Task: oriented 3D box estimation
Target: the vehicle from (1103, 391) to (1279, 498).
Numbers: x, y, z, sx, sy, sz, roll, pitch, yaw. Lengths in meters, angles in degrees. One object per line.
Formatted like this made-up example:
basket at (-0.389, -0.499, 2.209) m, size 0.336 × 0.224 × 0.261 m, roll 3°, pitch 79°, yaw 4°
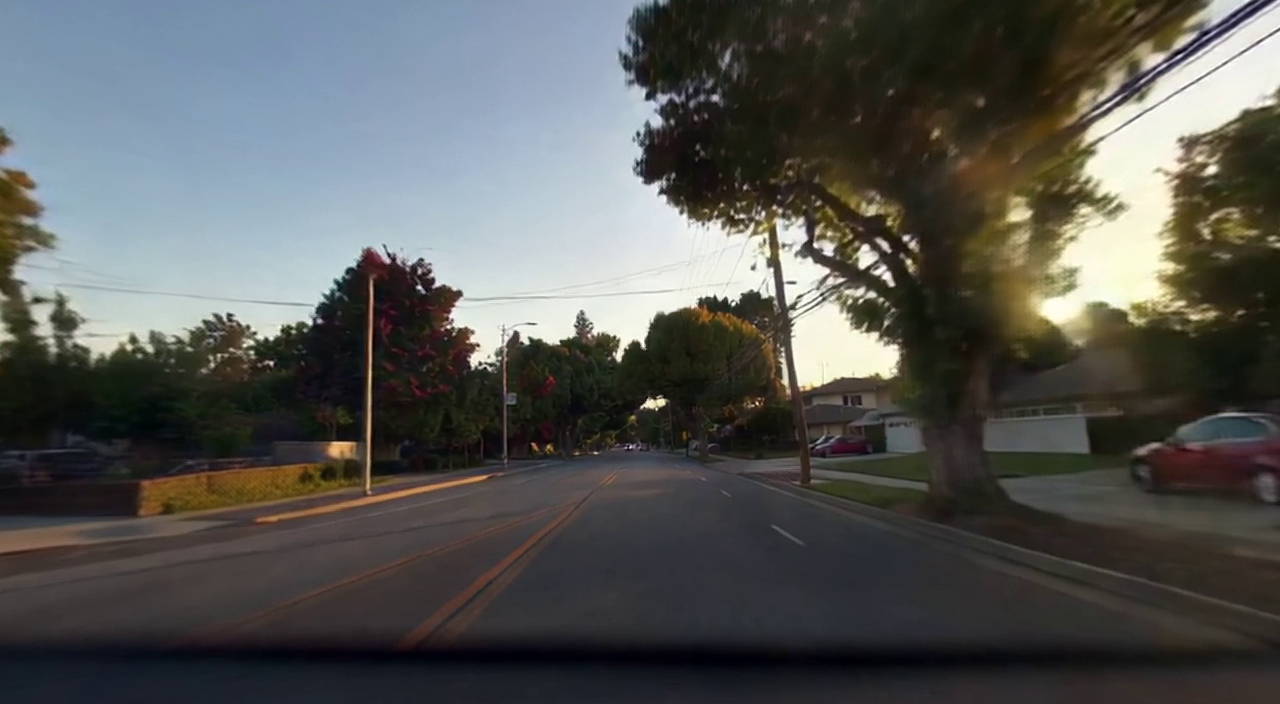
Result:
vehicle at (11.405, 1.623, 11.577) m, size 1.965 × 1.680 × 5.338 m, roll -8°, pitch -10°, yaw 4°

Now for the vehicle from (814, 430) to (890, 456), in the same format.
vehicle at (14.720, 6.340, 43.897) m, size 4.512 × 1.701 × 2.017 m, roll 0°, pitch -9°, yaw -1°

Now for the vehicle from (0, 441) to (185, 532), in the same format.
vehicle at (-14.202, 3.064, 15.087) m, size 5.038 × 1.774 × 2.764 m, roll -2°, pitch -7°, yaw 17°
